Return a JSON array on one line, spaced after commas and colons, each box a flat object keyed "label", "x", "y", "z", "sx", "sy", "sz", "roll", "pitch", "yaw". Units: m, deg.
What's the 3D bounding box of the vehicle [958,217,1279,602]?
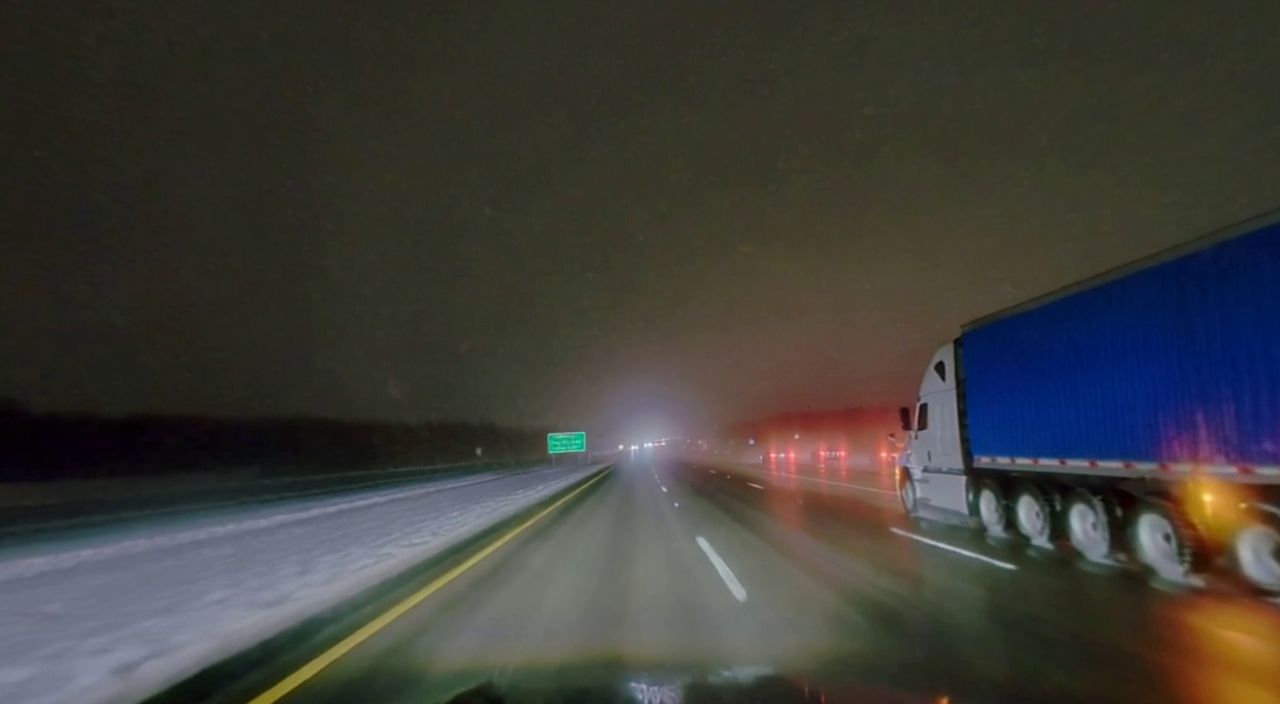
[{"label": "vehicle", "x": 6.713, "y": 0.700, "z": 6.674, "sx": 2.690, "sy": 3.197, "sz": 7.515, "roll": 0, "pitch": -9, "yaw": 0}]
